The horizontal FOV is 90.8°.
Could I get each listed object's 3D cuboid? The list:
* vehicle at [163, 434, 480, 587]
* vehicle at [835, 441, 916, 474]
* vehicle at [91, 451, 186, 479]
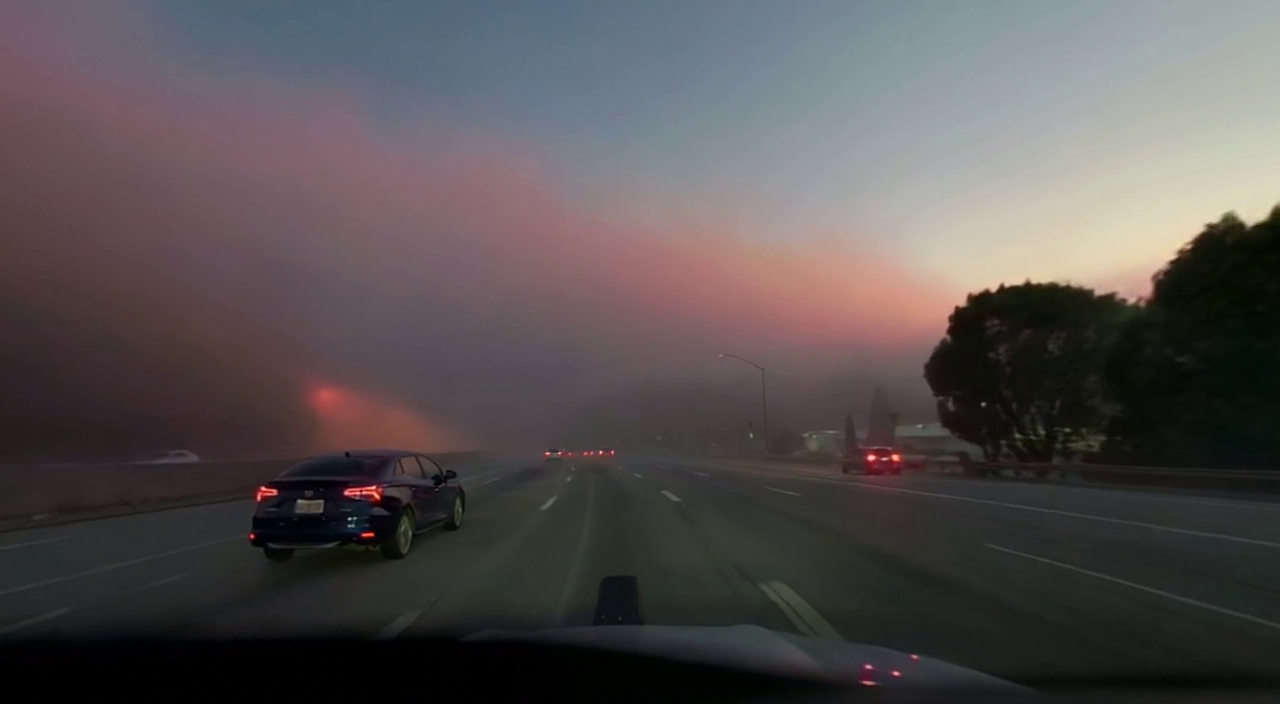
[{"bbox_3d":[-3.689,1.887,8.450,2.018,1.476,4.364,0,-8,-1],"label":"vehicle"},{"bbox_3d":[12.461,5.596,33.838,1.983,1.613,5.190,1,-9,-5],"label":"vehicle"},{"bbox_3d":[-28.689,6.440,36.357,1.903,1.465,4.752,1,-9,-5],"label":"vehicle"}]
